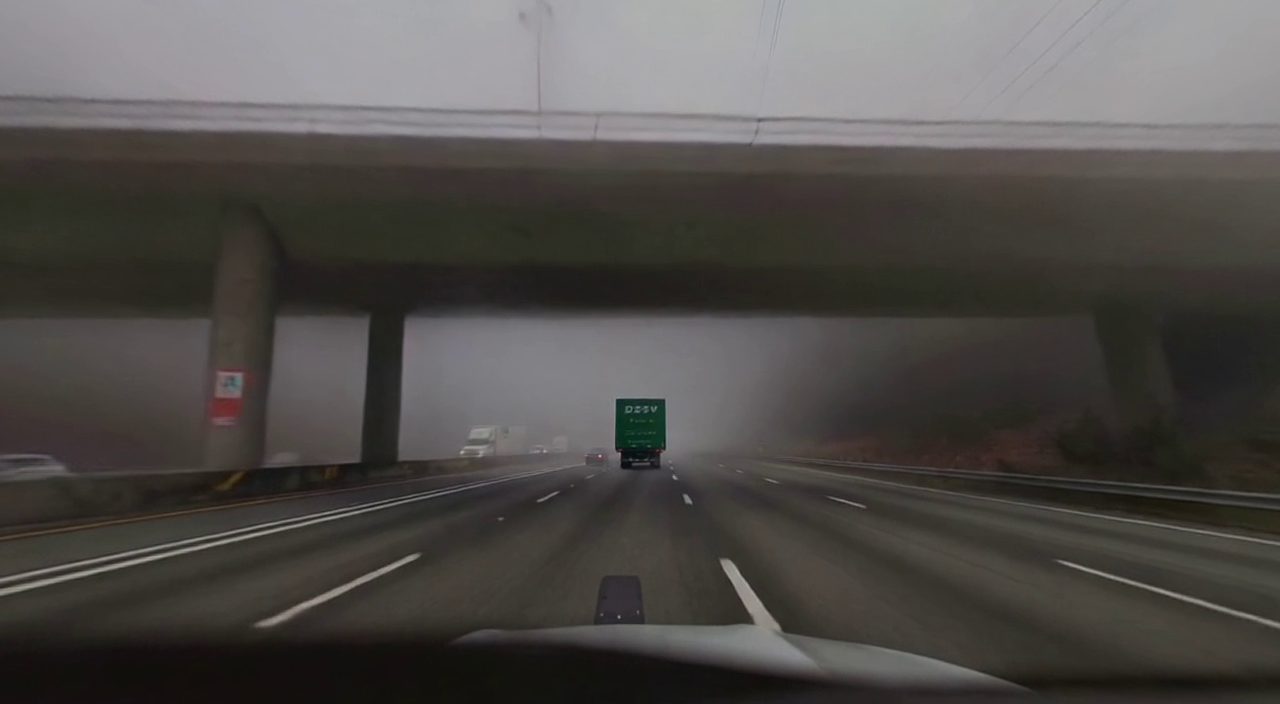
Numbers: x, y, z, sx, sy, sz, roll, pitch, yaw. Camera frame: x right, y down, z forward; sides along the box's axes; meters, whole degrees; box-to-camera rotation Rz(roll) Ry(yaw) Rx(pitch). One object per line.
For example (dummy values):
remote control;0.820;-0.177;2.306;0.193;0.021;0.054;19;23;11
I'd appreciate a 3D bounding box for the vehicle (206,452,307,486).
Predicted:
vehicle;-17.945;5.453;29.705;1.796;1.438;4.411;-1;-9;4

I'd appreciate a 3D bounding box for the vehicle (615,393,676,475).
vehicle;0.414;4.996;37.483;3.025;4.002;12.709;-1;-9;1

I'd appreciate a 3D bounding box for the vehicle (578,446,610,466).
vehicle;-3.476;8.019;48.763;1.958;1.467;4.737;-1;-9;2
